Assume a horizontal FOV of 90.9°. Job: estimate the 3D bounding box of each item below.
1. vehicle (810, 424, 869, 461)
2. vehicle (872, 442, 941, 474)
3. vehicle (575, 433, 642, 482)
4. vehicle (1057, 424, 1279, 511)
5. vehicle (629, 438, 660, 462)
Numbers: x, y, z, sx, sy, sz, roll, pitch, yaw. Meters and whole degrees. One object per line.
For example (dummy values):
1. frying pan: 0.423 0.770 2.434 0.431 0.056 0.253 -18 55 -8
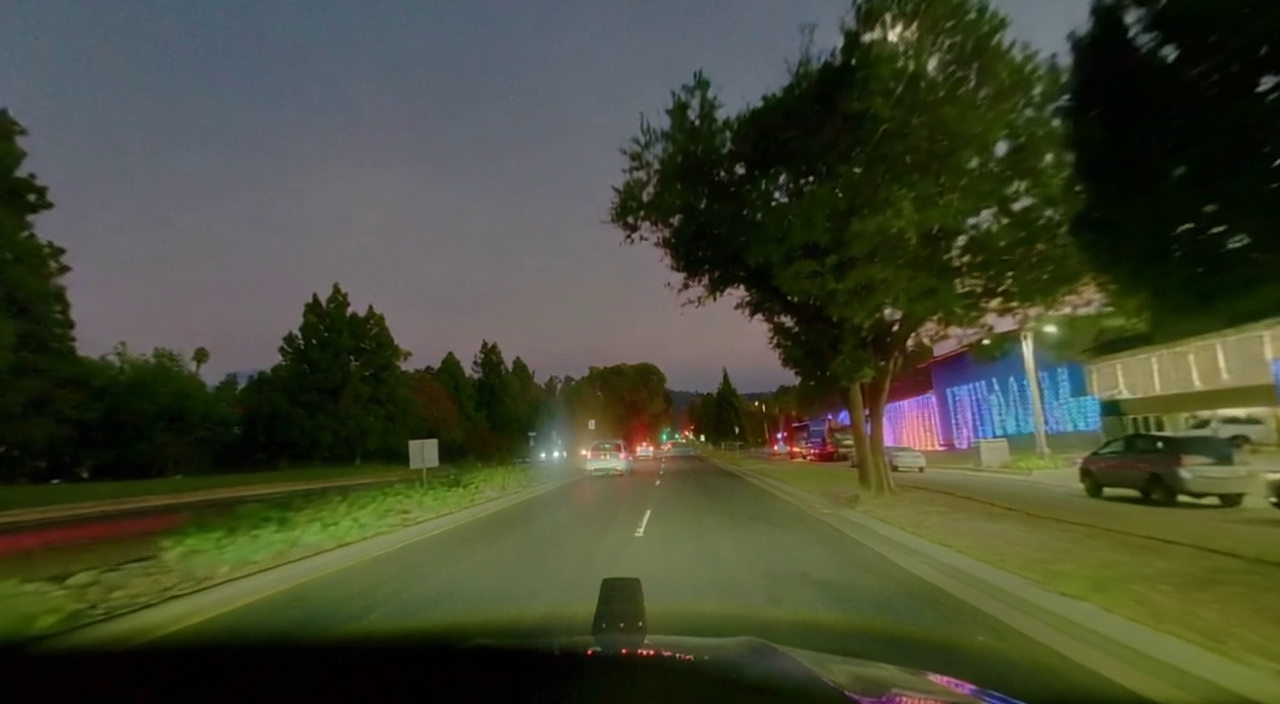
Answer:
1. vehicle: 14.020 6.446 44.885 2.507 2.441 6.959 -1 -8 5
2. vehicle: 13.417 5.357 32.063 1.852 1.457 4.351 0 -8 4
3. vehicle: -1.126 4.031 24.486 2.129 1.713 4.314 0 -8 3
4. vehicle: 12.108 2.612 14.848 1.887 1.722 4.285 0 -8 5
5. vehicle: 0.402 7.700 49.638 2.166 1.769 4.162 0 -8 4
